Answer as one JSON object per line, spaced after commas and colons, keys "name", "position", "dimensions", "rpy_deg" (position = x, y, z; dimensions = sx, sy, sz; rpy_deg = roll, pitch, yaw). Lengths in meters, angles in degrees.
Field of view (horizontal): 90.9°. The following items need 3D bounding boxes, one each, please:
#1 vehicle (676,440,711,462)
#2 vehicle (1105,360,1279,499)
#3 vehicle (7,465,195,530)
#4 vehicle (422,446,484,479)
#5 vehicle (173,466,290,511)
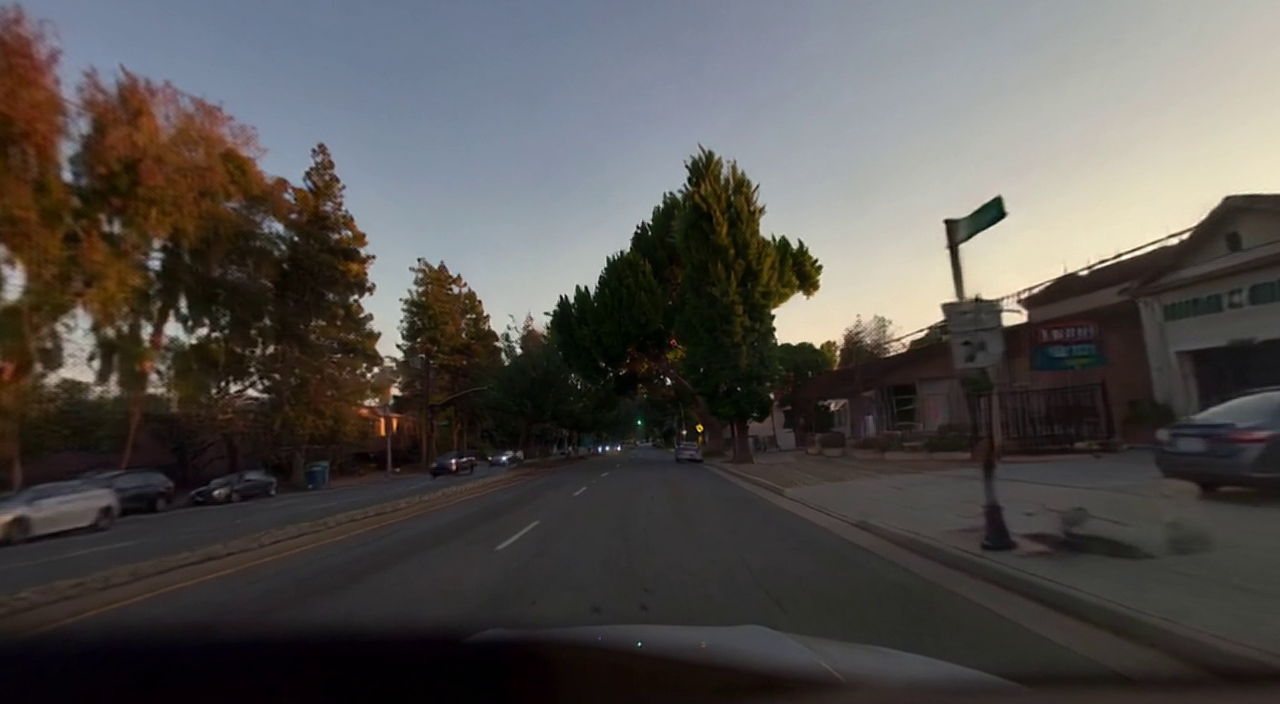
{"name": "vehicle", "position": [3.709, 7.005, 44.697], "dimensions": [2.041, 1.523, 4.281], "rpy_deg": [0, -8, -1]}
{"name": "vehicle", "position": [9.916, 1.117, 9.078], "dimensions": [4.843, 1.748, 1.985], "rpy_deg": [0, -8, -3]}
{"name": "vehicle", "position": [-17.991, 4.827, 21.474], "dimensions": [1.882, 1.706, 4.938], "rpy_deg": [-3, -9, 3]}
{"name": "vehicle", "position": [-10.983, 6.492, 37.342], "dimensions": [2.079, 1.812, 4.757], "rpy_deg": [-1, -8, 2]}
{"name": "vehicle", "position": [-17.835, 5.953, 27.865], "dimensions": [1.902, 1.484, 4.908], "rpy_deg": [-4, -9, 1]}
